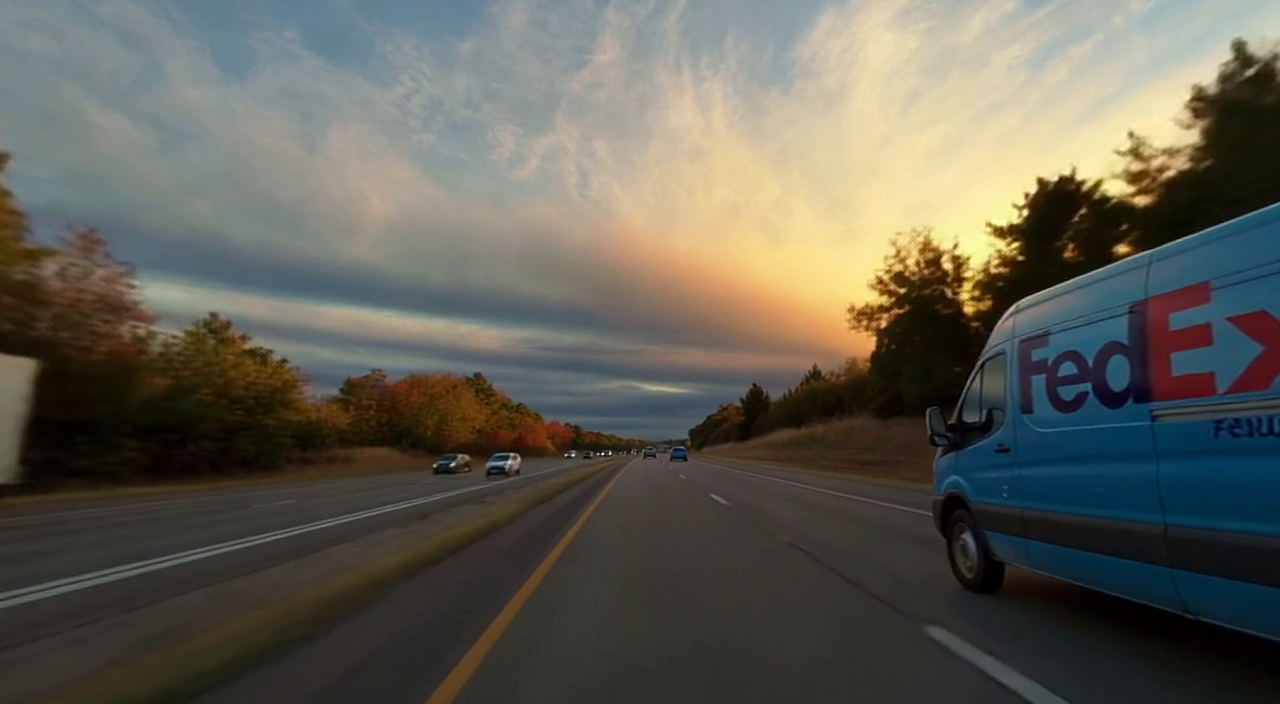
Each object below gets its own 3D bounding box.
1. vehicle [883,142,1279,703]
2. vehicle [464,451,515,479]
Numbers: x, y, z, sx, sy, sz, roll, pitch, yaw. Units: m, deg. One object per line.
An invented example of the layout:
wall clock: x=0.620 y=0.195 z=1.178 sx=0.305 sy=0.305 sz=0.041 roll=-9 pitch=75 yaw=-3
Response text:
vehicle: x=3.886 y=0.582 z=3.565 sx=2.522 sy=2.556 sz=6.180 roll=0 pitch=-9 yaw=0
vehicle: x=-8.388 y=6.324 z=35.366 sx=1.820 sy=1.445 sz=3.746 roll=-1 pitch=-9 yaw=2
